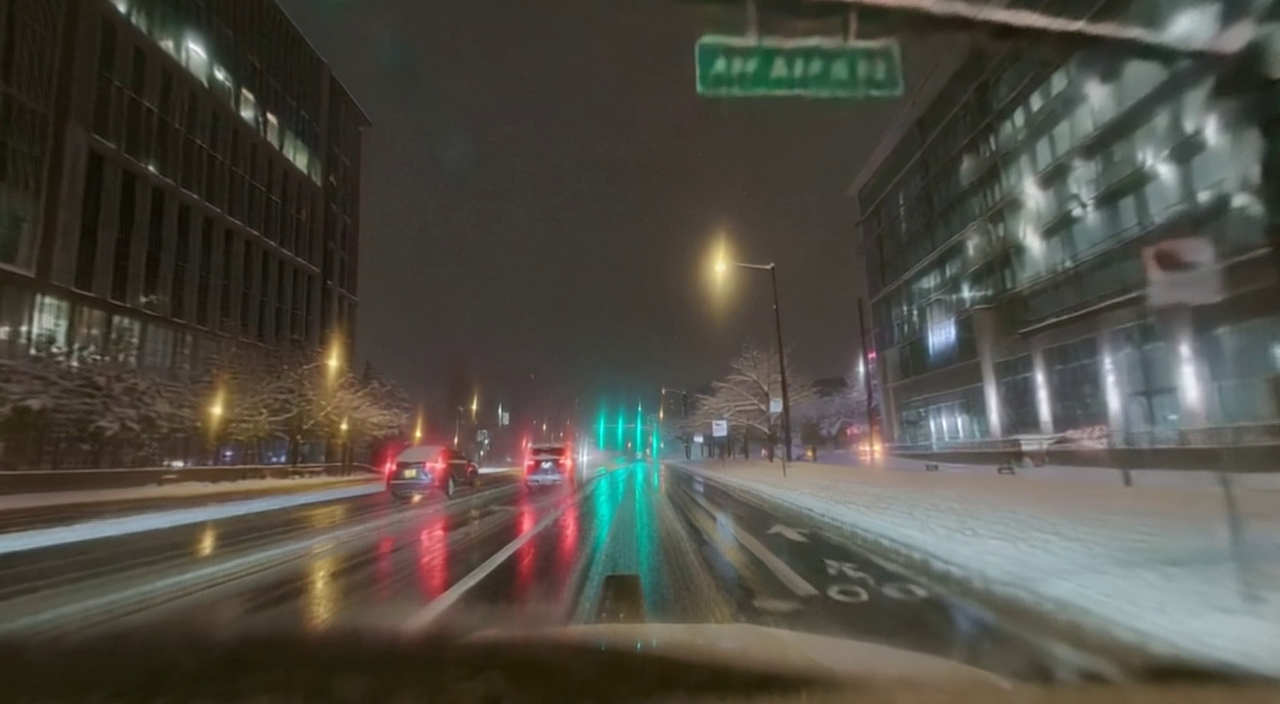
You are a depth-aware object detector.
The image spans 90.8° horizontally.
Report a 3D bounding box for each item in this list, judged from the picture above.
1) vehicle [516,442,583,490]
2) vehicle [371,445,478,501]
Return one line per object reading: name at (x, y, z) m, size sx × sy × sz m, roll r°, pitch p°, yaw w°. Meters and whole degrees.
vehicle at (-3.474, 4.464, 25.095) m, size 2.052 × 1.729 × 4.195 m, roll 0°, pitch -9°, yaw 0°
vehicle at (-6.868, 3.876, 20.731) m, size 1.909 × 1.605 × 4.561 m, roll 0°, pitch -9°, yaw 0°
